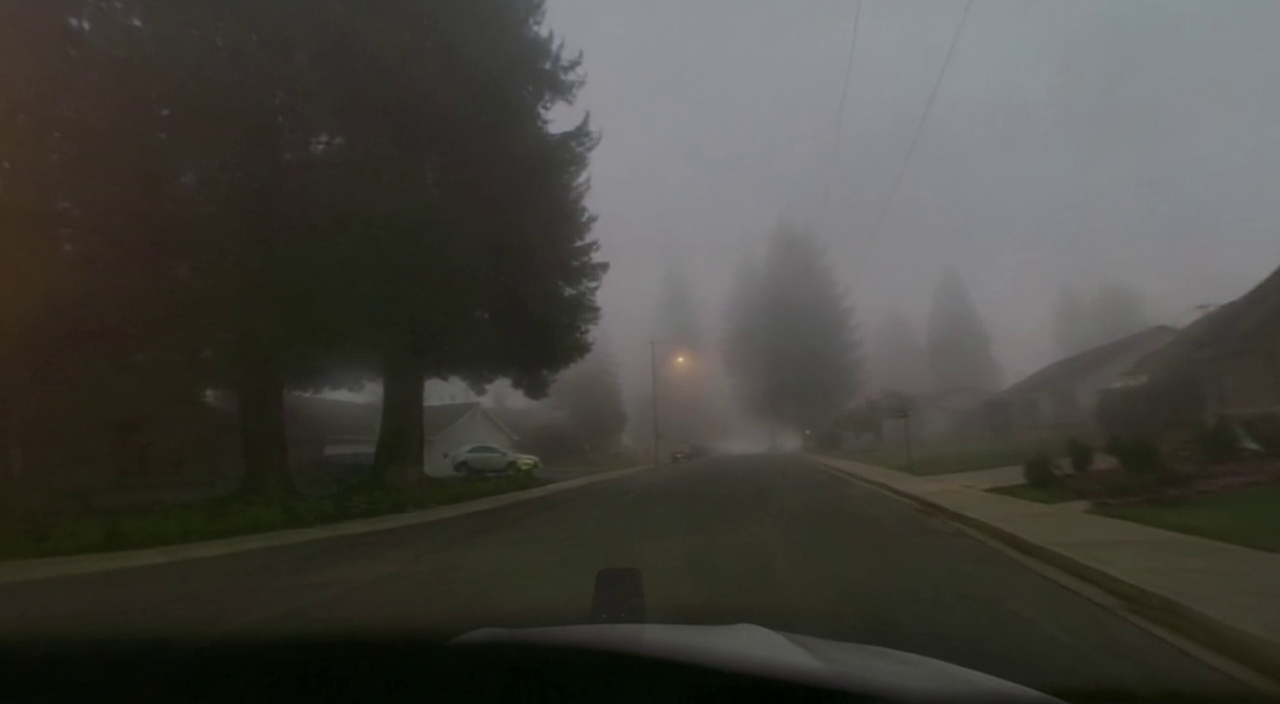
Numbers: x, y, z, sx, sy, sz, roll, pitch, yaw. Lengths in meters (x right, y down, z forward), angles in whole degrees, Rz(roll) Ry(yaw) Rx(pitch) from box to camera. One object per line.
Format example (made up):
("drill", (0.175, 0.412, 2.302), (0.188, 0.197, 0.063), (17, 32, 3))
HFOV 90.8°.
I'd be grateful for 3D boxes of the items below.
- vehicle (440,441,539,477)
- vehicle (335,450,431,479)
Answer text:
("vehicle", (-7.740, 5.539, 32.782), (4.559, 1.745, 1.918), (-2, -8, 9))
("vehicle", (-13.958, 6.091, 34.372), (4.531, 1.470, 1.855), (-2, -9, 13))
